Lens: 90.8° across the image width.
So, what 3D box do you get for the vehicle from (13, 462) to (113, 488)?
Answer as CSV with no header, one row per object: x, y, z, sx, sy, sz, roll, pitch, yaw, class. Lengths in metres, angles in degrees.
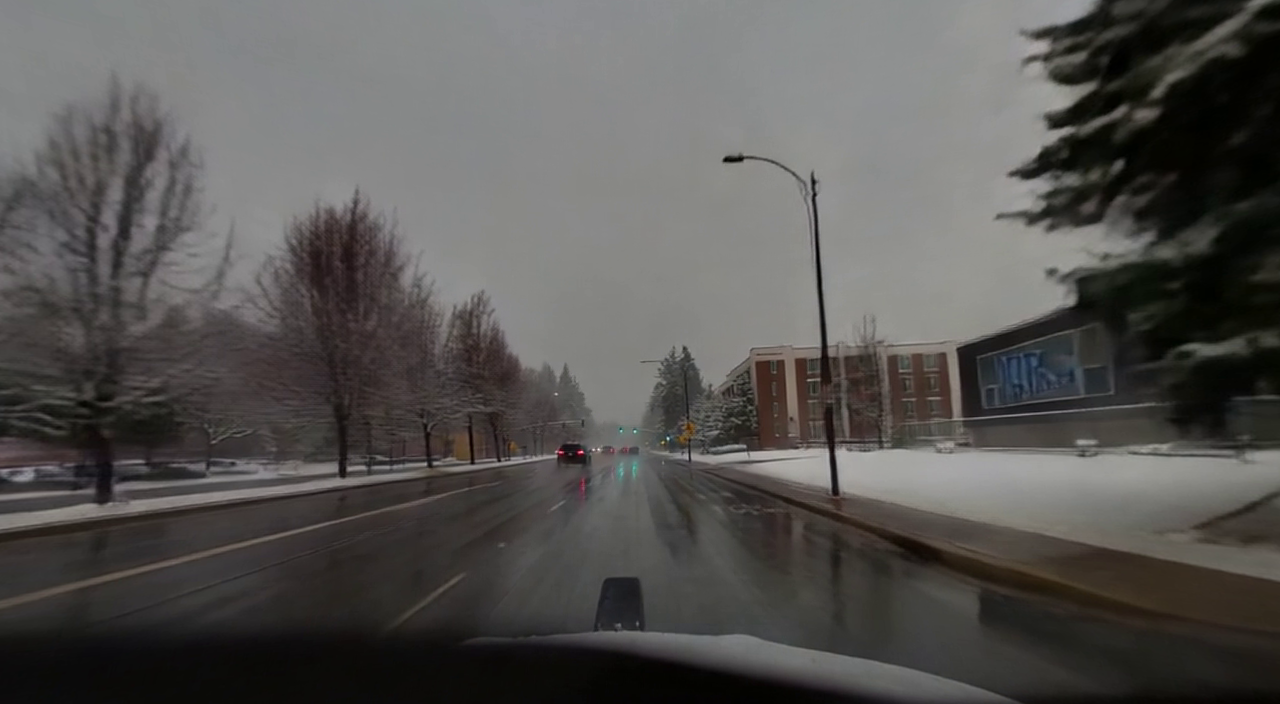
-37.105,7.905,40.713,4.463,1.545,2.076,-1,-9,2,vehicle

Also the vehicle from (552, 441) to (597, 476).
-3.537,5.808,34.702,1.959,1.741,4.141,-1,-9,1,vehicle

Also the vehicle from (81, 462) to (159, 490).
-37.222,8.892,45.281,3.934,1.544,1.826,-5,-9,-4,vehicle
